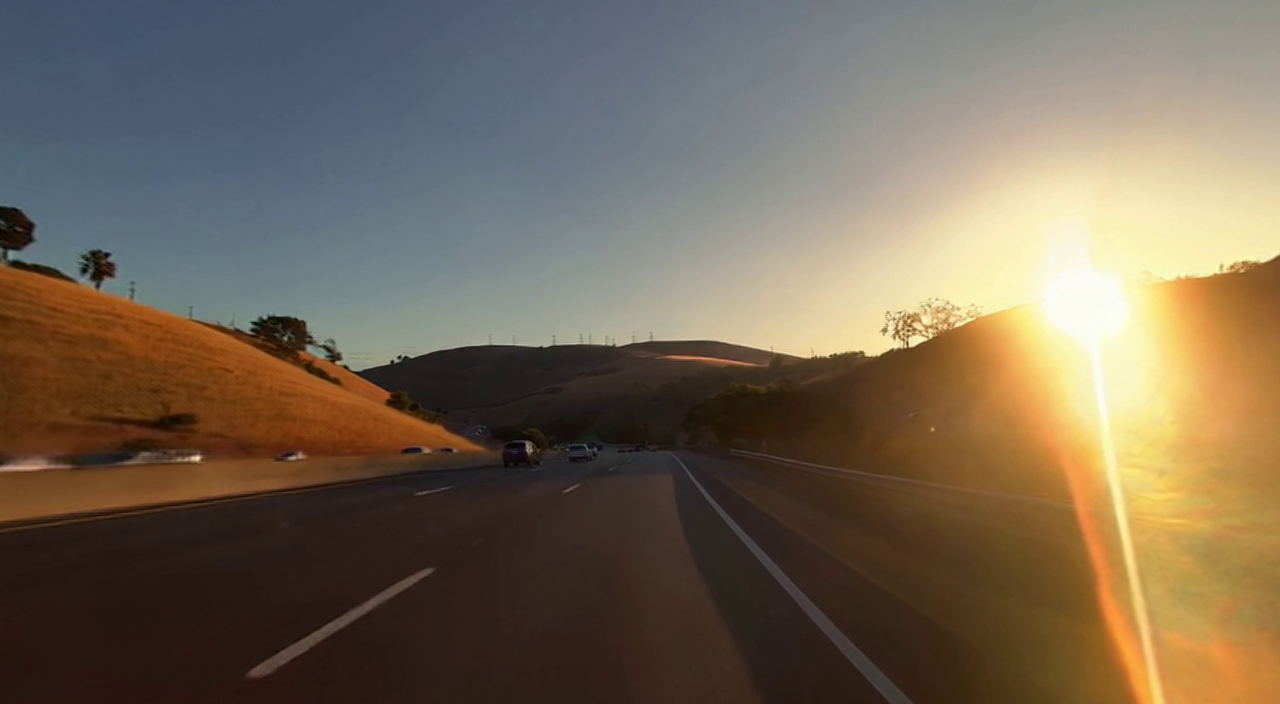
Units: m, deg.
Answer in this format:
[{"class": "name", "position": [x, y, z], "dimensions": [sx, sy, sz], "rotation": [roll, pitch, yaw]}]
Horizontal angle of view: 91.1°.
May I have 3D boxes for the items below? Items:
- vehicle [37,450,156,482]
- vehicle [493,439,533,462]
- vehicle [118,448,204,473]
[{"class": "vehicle", "position": [-27.671, 5.774, 32.209], "dimensions": [1.874, 1.478, 4.568], "rotation": [0, -9, 2]}, {"class": "vehicle", "position": [-9.942, 7.736, 49.448], "dimensions": [2.063, 1.743, 4.392], "rotation": [0, -8, 3]}, {"class": "vehicle", "position": [-31.096, 7.073, 40.941], "dimensions": [1.868, 1.495, 4.576], "rotation": [-1, -9, 3]}]
